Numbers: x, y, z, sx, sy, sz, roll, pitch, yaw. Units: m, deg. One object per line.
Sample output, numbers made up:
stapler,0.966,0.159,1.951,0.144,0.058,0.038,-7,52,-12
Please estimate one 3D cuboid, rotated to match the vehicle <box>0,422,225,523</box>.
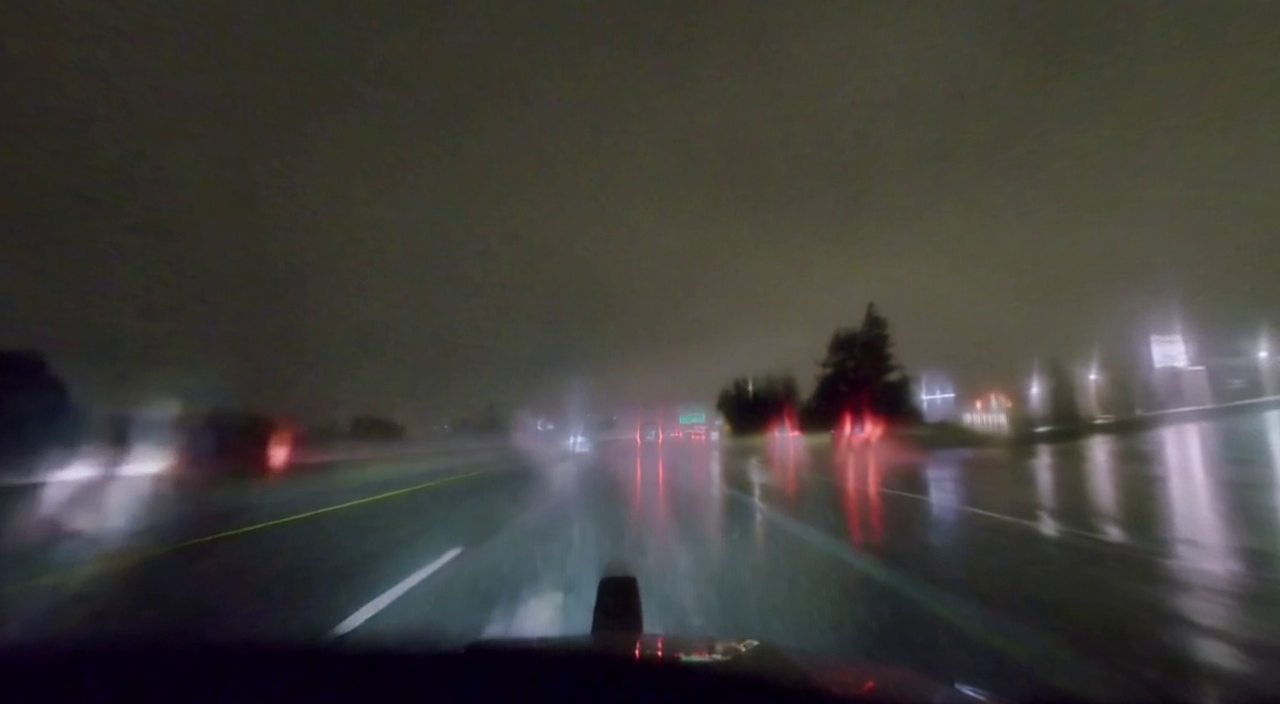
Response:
vehicle,-11.130,2.321,12.826,2.008,1.649,4.942,0,-8,-1
